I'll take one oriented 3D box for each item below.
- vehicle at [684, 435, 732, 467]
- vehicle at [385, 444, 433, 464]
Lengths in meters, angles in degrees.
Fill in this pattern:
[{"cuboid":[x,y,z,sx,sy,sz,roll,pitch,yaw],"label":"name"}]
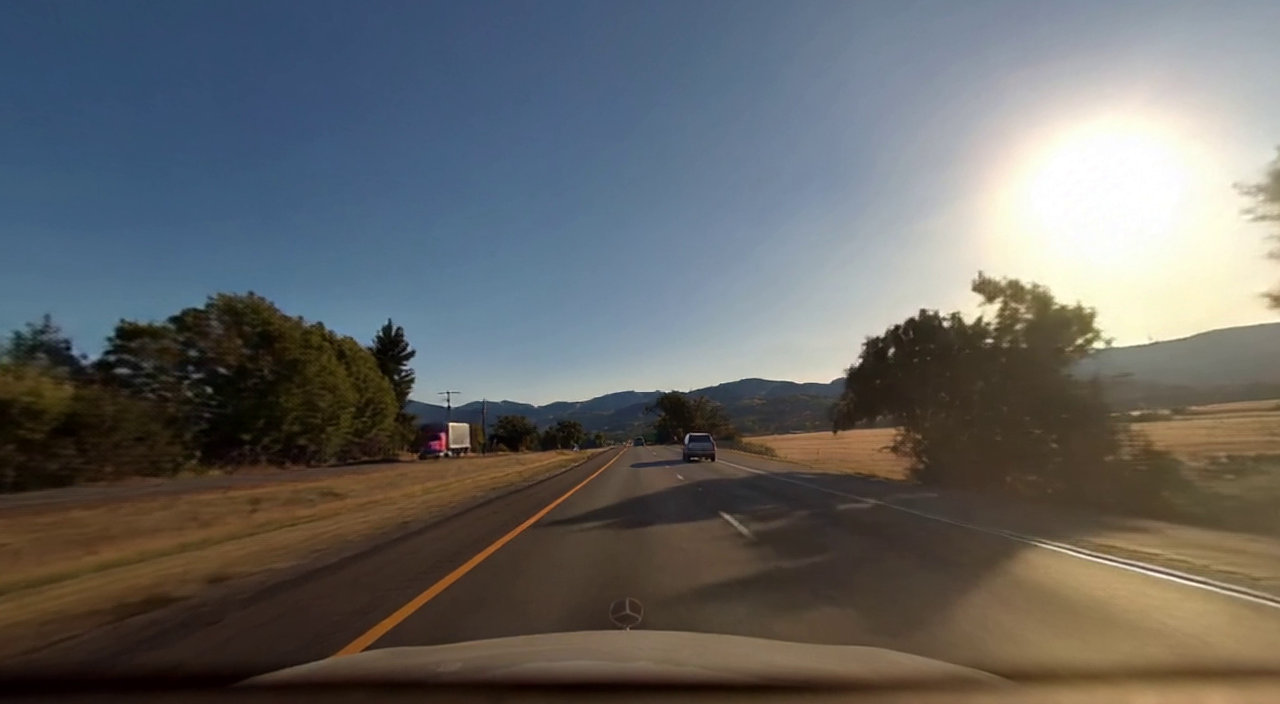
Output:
[{"cuboid":[3.637,5.388,34.482,2.157,1.640,4.056,0,-8,1],"label":"vehicle"},{"cuboid":[-17.818,7.844,48.861,1.878,1.474,4.501,0,-8,1],"label":"vehicle"}]
